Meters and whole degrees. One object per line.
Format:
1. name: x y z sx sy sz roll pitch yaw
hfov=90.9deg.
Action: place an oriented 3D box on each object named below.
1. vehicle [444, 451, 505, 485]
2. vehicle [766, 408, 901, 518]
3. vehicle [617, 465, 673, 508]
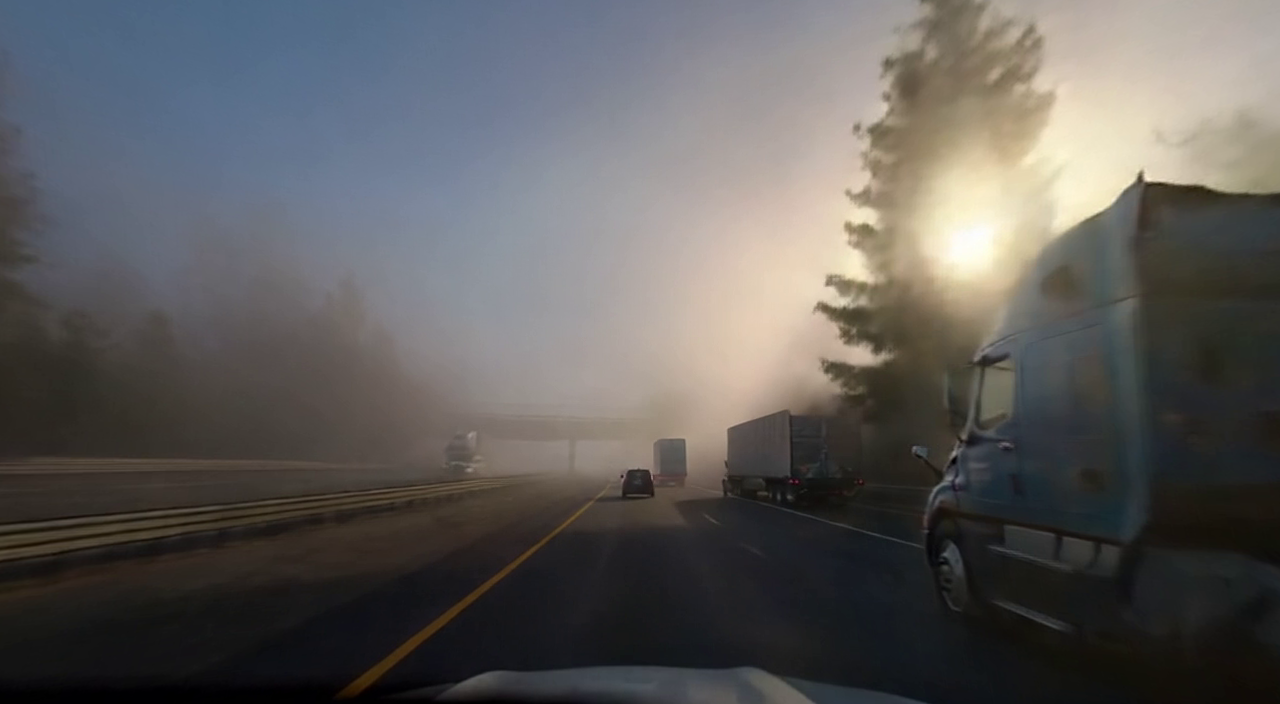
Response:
1. vehicle: -8.915 6.358 34.447 1.963 1.668 4.888 1 -11 0
2. vehicle: 7.393 4.521 25.574 2.839 3.684 8.091 1 -11 0
3. vehicle: 0.183 5.343 25.271 2.067 1.552 3.601 1 -11 0
